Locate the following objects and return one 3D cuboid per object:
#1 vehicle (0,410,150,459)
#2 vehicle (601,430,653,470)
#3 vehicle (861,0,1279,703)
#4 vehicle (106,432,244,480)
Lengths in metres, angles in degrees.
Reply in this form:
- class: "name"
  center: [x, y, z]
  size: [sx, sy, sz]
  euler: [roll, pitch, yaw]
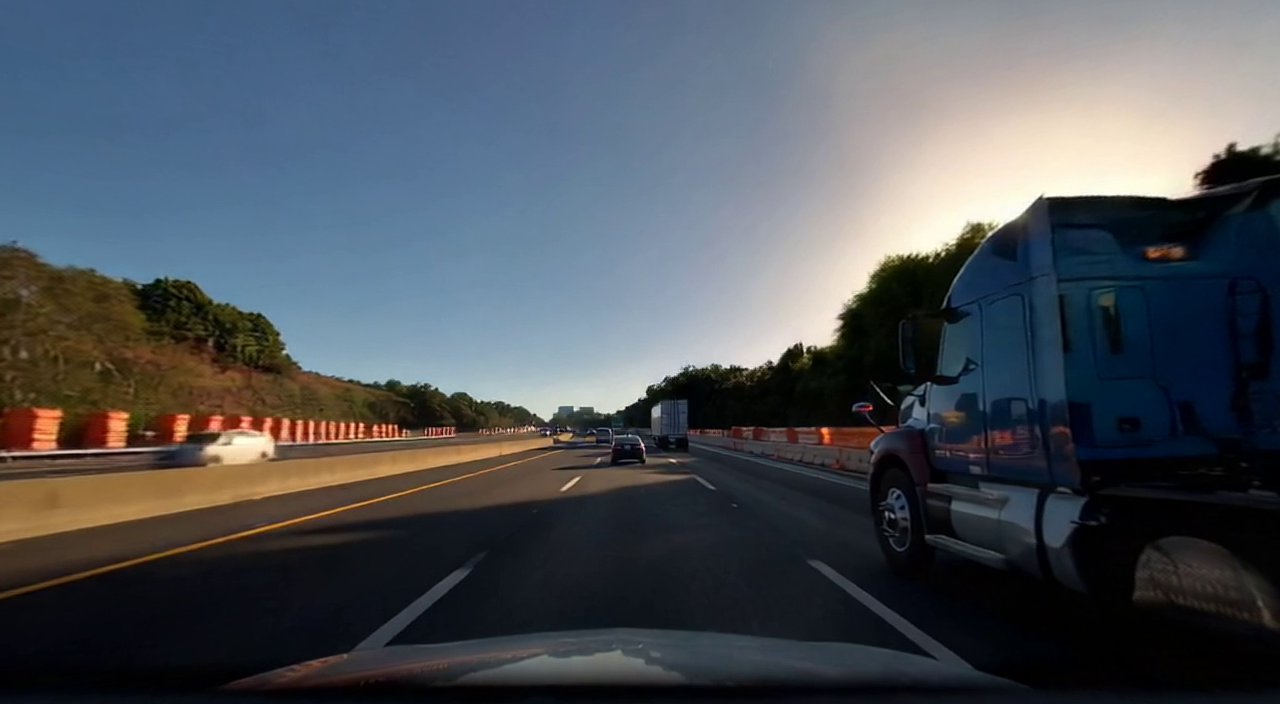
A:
- class: "vehicle"
  center: [-39.873, 5.819, 44.351]
  size: [2.756, 3.070, 9.918]
  euler: [0, -8, 0]
- class: "vehicle"
  center: [-0.504, 3.860, 25.095]
  size: [1.929, 1.469, 3.677]
  euler: [0, -8, -1]
- class: "vehicle"
  center: [3.698, -0.283, 0.448]
  size: [2.919, 3.634, 10.888]
  euler: [0, -8, -1]
- class: "vehicle"
  center: [-15.483, 3.449, 21.261]
  size: [1.777, 1.458, 3.797]
  euler: [0, -8, 0]
